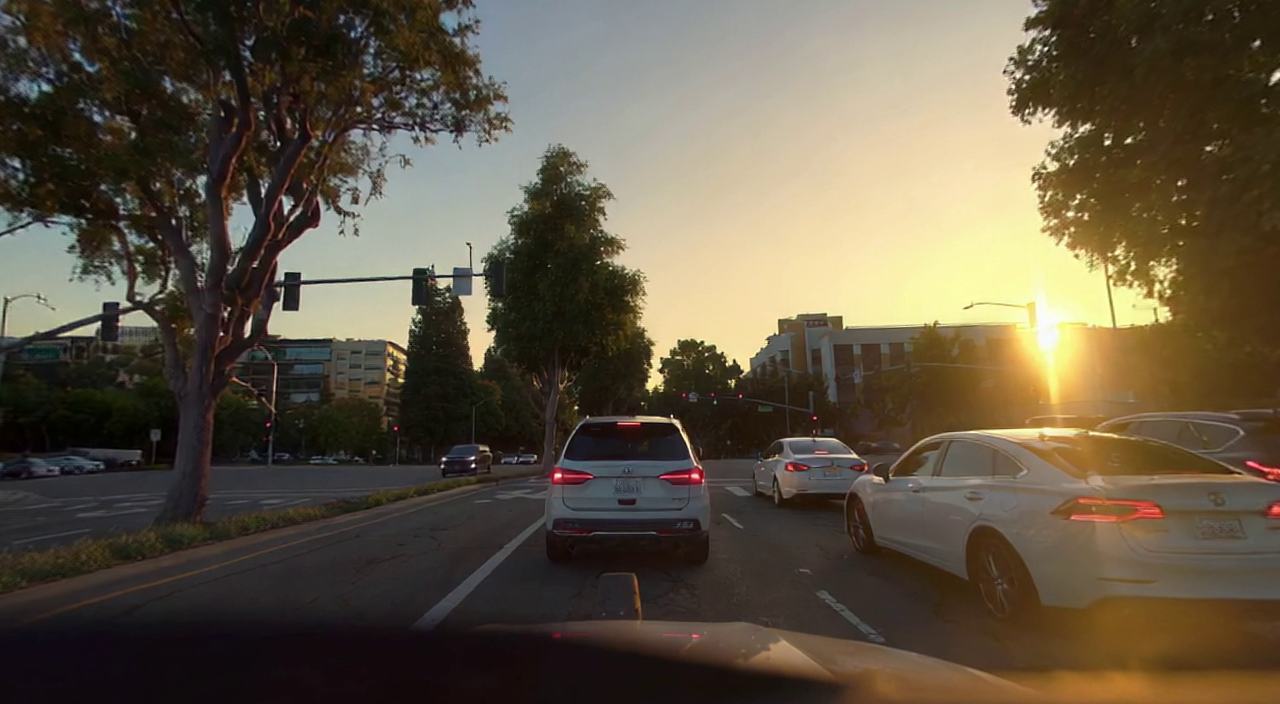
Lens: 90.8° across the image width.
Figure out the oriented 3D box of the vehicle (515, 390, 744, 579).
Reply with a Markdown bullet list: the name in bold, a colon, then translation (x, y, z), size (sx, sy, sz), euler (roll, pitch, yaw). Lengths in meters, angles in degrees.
- **vehicle**: translation (-0.213, 1.617, 8.433), size (2.236, 1.827, 4.316), euler (1, -9, -3)

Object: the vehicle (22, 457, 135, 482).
- **vehicle**: translation (-35.078, 7.341, 39.602), size (4.845, 1.442, 1.880), euler (2, -9, -12)

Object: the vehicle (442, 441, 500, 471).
- **vehicle**: translation (-11.126, 6.885, 42.111), size (2.204, 1.848, 6.047), euler (0, -9, 0)

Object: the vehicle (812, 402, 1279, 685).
- **vehicle**: translation (3.367, 1.421, 5.974), size (2.034, 1.558, 4.774), euler (0, -9, -1)
